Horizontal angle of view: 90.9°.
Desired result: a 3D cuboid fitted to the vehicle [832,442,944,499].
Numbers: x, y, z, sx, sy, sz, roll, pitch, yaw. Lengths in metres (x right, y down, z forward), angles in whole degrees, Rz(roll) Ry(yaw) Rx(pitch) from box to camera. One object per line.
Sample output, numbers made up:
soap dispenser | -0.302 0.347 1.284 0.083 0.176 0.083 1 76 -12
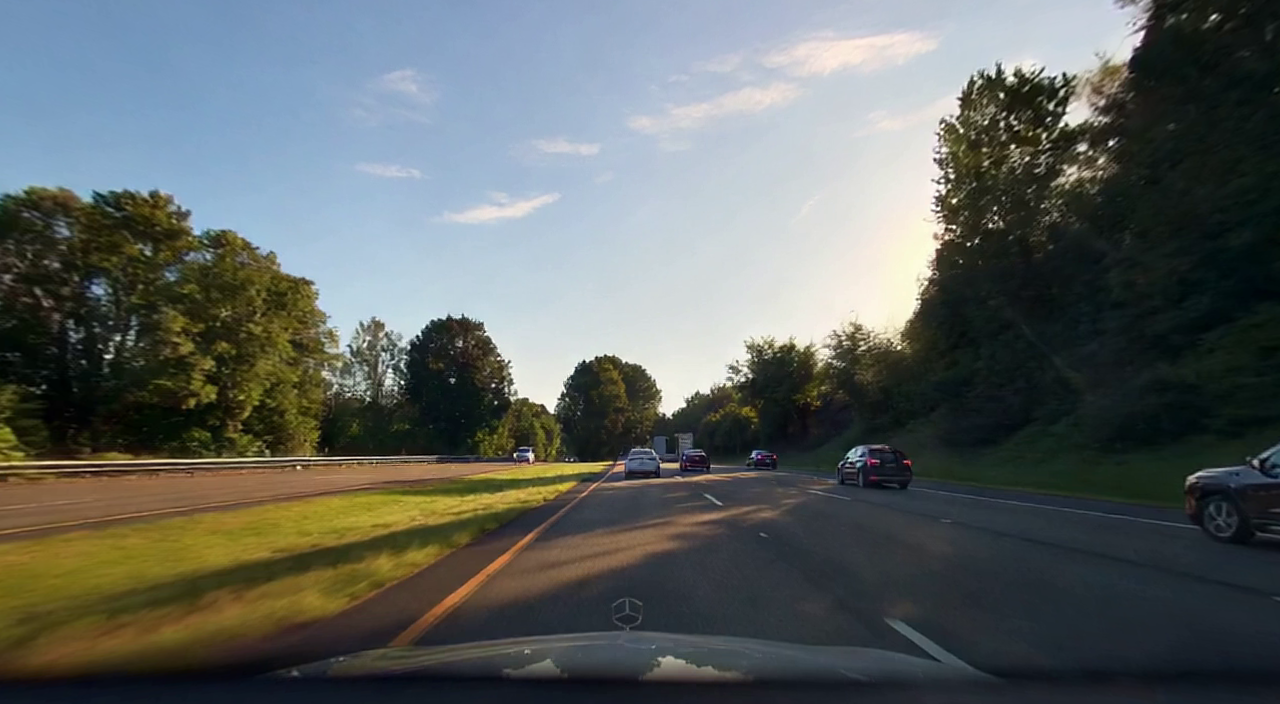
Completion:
vehicle | 7.522 3.609 19.525 1.847 1.554 3.752 0 -9 -1

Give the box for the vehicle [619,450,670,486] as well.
vehicle | 0.147 4.914 26.967 2.020 1.426 3.702 0 -9 -1

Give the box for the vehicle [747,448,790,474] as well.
vehicle | 8.363 7.097 41.347 1.957 1.594 3.632 0 -9 -2

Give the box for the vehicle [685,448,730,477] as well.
vehicle | 3.815 6.317 36.285 1.981 1.518 4.029 0 -9 -2
